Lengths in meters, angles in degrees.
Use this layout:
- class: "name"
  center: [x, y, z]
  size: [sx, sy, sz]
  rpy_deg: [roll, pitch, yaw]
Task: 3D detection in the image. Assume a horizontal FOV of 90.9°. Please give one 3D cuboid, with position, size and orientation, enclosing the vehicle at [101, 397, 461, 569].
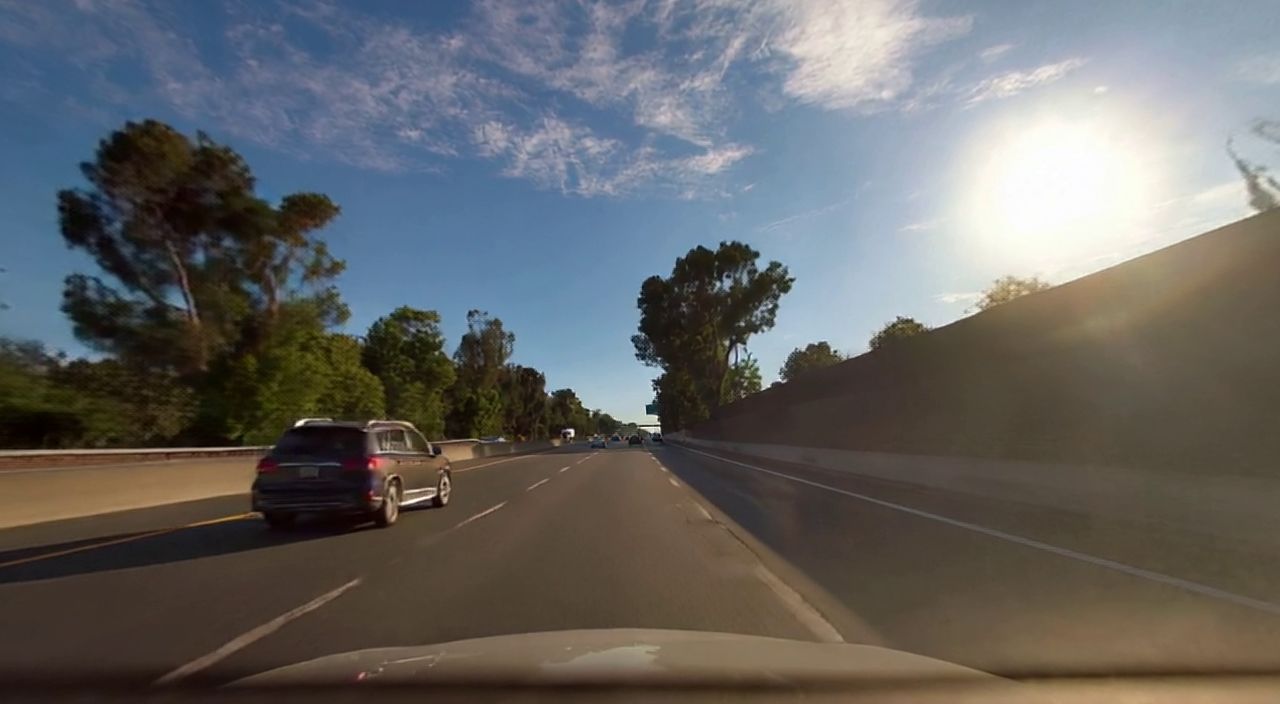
- class: "vehicle"
  center: [-4.311, 1.633, 8.759]
  size: [2.306, 1.730, 4.606]
  rpy_deg: [0, -8, -1]
